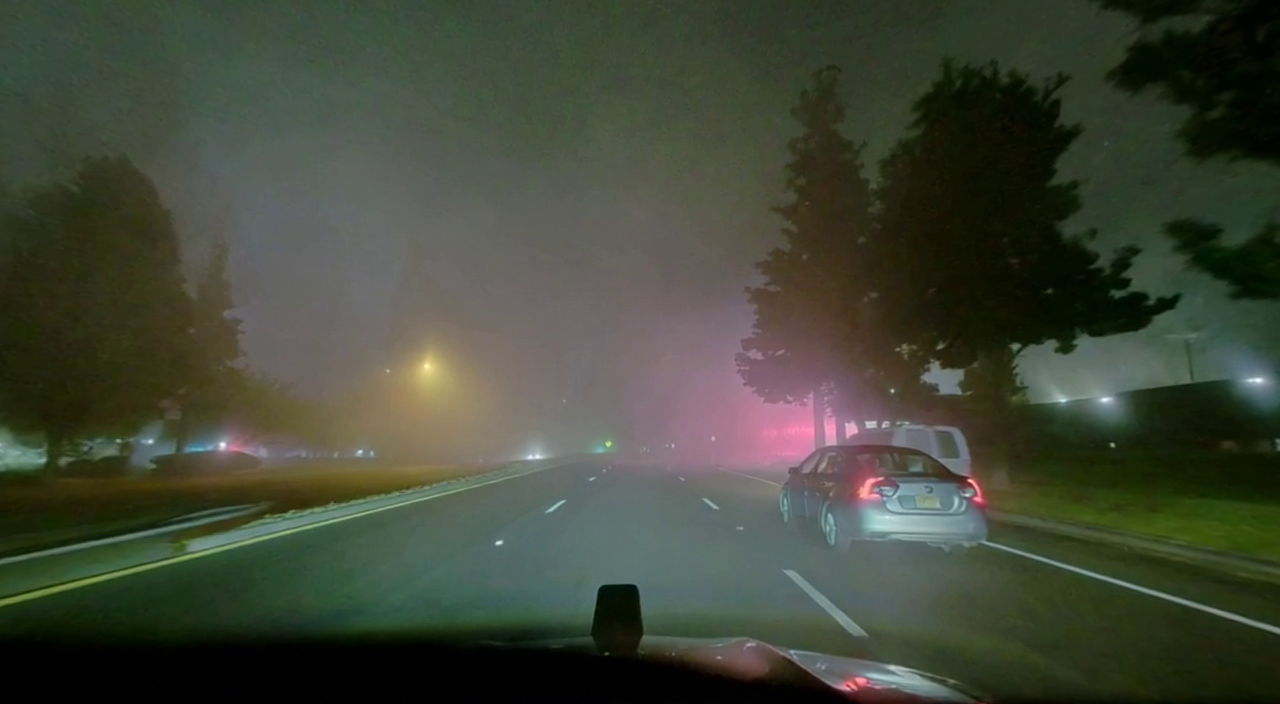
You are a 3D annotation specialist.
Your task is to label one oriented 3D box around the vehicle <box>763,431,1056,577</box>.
[{"bbox_3d":[3.238,1.906,8.841,2.004,1.470,4.544,0,-8,-1],"label":"vehicle"}]
